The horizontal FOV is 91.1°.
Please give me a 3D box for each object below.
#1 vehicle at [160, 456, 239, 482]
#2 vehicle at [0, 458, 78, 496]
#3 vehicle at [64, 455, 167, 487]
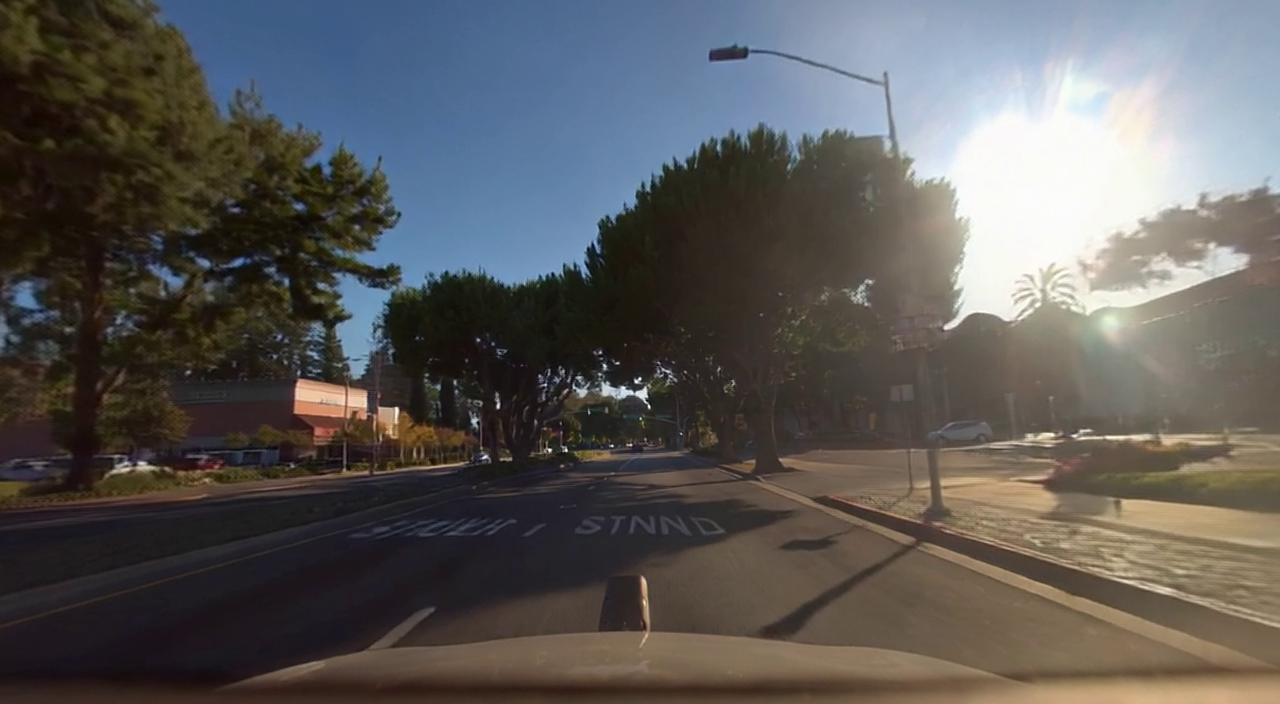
[{"bbox_3d":[-27.252,7.245,38.909,3.592,1.501,1.697,0,-9,2],"label":"vehicle"},{"bbox_3d":[-27.470,5.458,27.528,3.797,1.527,1.830,0,-9,0],"label":"vehicle"},{"bbox_3d":[-27.957,6.329,33.522,3.664,1.564,2.023,0,-9,2],"label":"vehicle"}]
